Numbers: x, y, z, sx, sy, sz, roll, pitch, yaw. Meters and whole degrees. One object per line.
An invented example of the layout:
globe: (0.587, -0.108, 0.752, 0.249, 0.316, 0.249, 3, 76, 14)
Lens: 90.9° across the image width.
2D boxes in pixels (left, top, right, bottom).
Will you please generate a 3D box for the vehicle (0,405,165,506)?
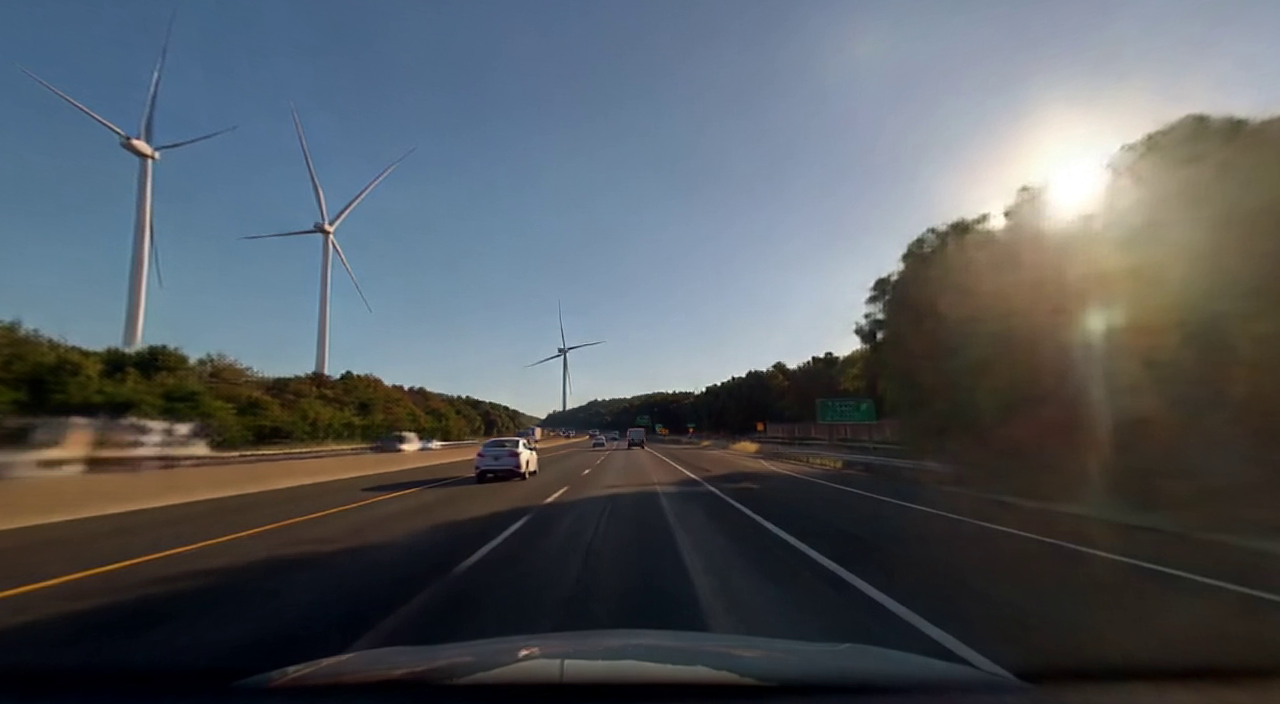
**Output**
vehicle: (-16.649, 2.800, 17.378, 2.554, 2.392, 5.783, 0, -8, 0)

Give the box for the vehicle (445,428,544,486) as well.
vehicle: (-4.139, 3.042, 18.609, 1.950, 1.511, 3.965, 0, -8, 0)
